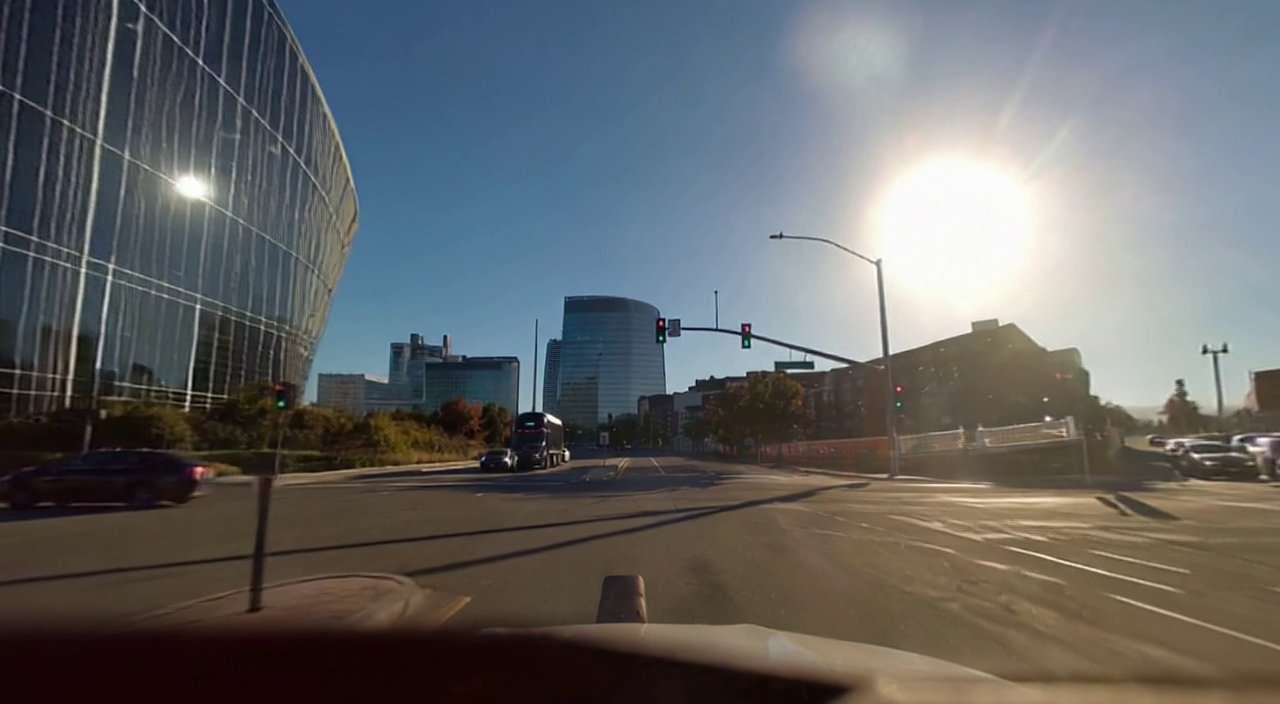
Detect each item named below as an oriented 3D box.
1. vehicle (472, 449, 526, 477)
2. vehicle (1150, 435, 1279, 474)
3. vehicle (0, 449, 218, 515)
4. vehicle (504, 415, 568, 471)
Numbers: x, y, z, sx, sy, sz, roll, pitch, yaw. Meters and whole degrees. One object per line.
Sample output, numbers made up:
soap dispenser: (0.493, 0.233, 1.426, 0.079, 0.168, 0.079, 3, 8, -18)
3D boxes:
vehicle: (-8.432, 6.664, 37.979, 2.113, 1.535, 4.504, 0, -9, 1)
vehicle: (24.290, 4.281, 26.504, 2.021, 1.484, 4.454, 0, -9, 2)
vehicle: (-13.630, 3.279, 16.237, 4.197, 1.525, 2.014, -1, -9, 10)
vehicle: (-7.920, 7.198, 49.652, 3.109, 3.888, 11.000, 0, -9, 0)
